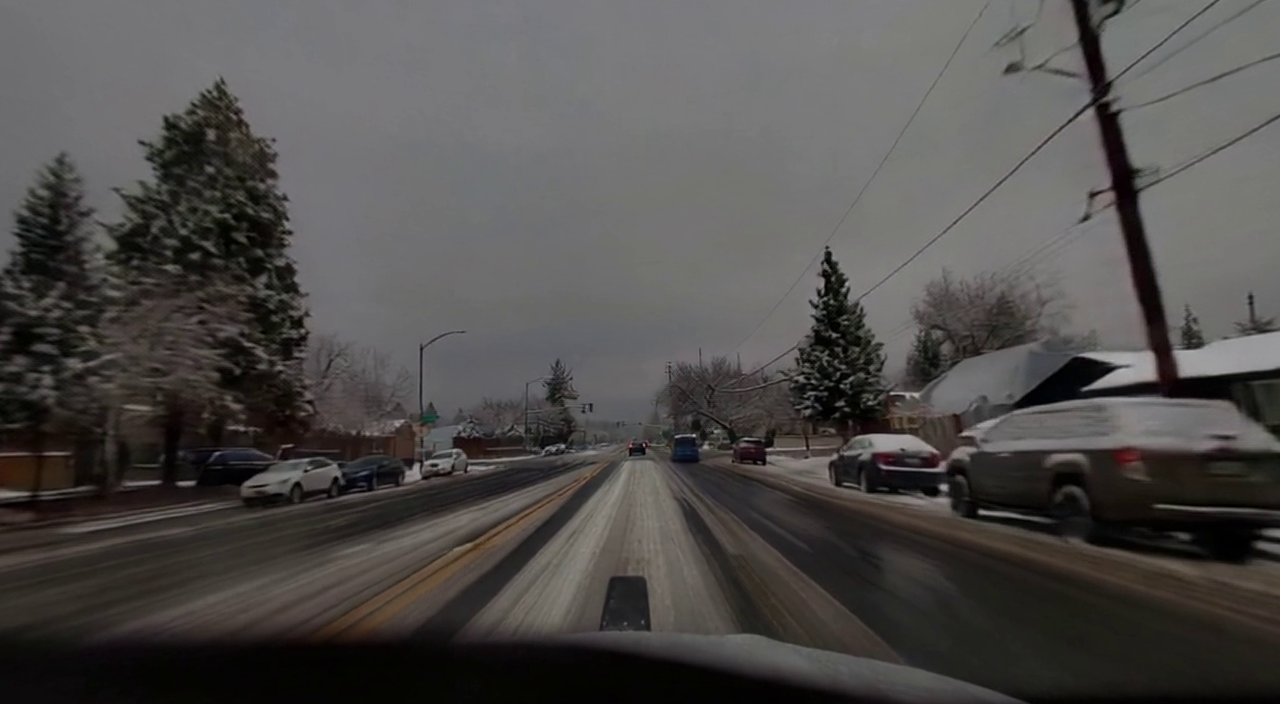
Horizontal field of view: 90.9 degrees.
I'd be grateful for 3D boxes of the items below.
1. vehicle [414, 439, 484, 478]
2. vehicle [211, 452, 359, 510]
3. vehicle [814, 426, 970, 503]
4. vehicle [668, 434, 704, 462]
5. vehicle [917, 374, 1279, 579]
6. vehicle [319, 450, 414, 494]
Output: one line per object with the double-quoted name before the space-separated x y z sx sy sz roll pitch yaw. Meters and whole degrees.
"vehicle" -10.462 5.830 34.867 2.258 1.846 4.843 -3 -8 1
"vehicle" -10.596 3.841 19.259 2.098 1.503 4.113 0 -8 0
"vehicle" 6.285 2.855 16.481 2.079 1.697 4.753 0 -8 0
"vehicle" 3.046 6.506 42.925 2.070 1.765 4.731 0 -8 -1
"vehicle" 6.439 1.652 9.258 2.274 2.090 5.465 0 -8 1
"vehicle" -10.584 4.636 24.750 1.800 1.472 4.359 0 -8 -1
